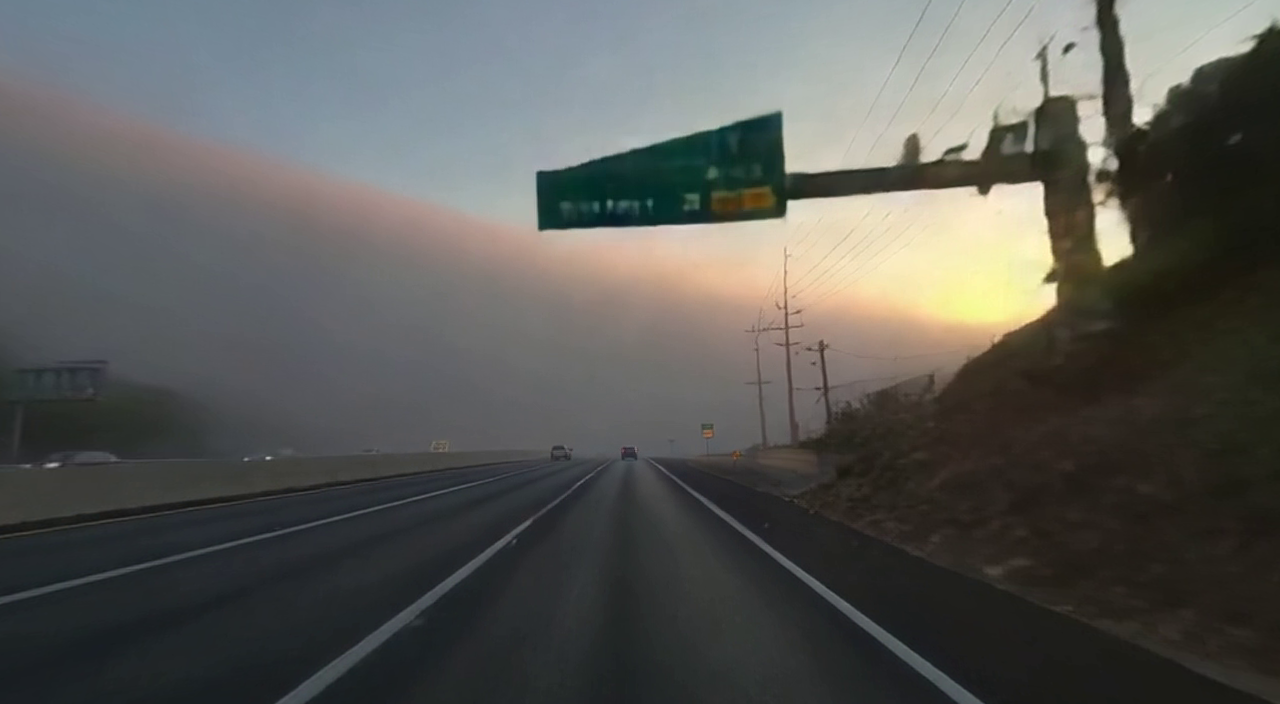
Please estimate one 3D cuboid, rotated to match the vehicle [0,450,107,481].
[{"bbox_3d":[-36.688,7.054,39.734,2.000,1.783,4.966,0,-9,-1],"label":"vehicle"}]
